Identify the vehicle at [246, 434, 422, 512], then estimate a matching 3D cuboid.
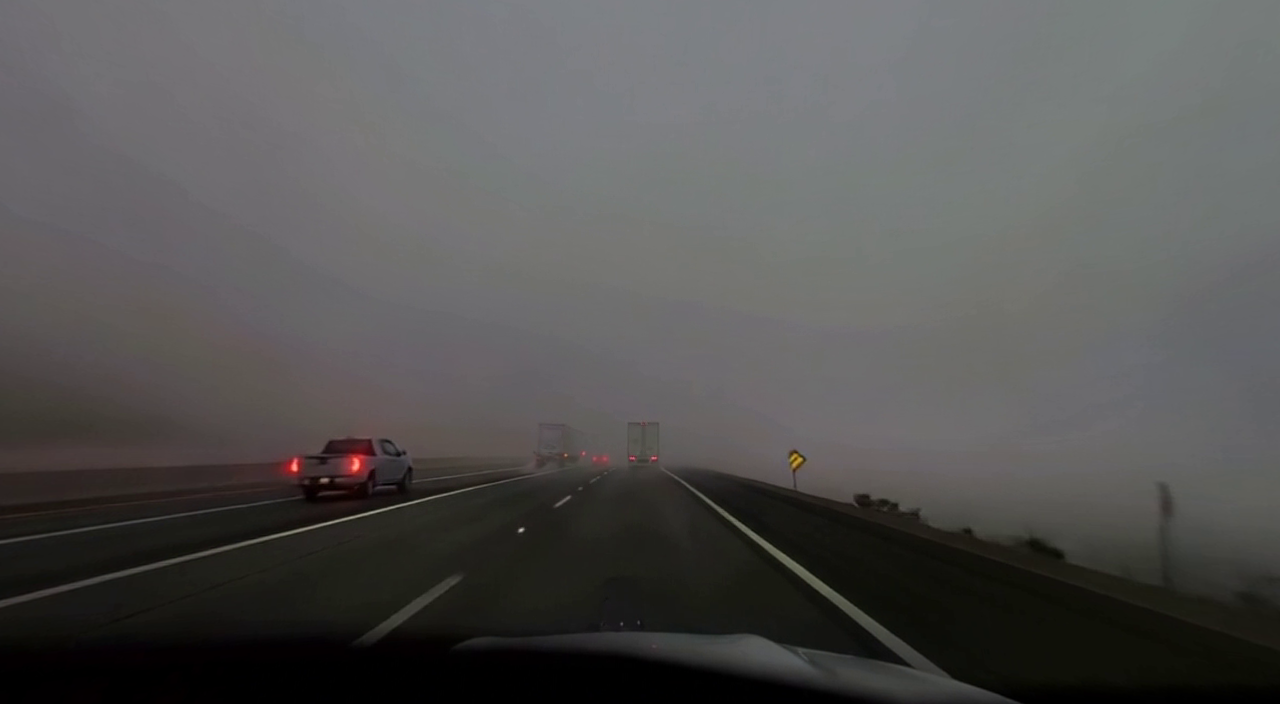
[{"bbox_3d":[-7.576,3.039,16.306,2.067,1.676,4.789,0,-9,1],"label":"vehicle"}]
